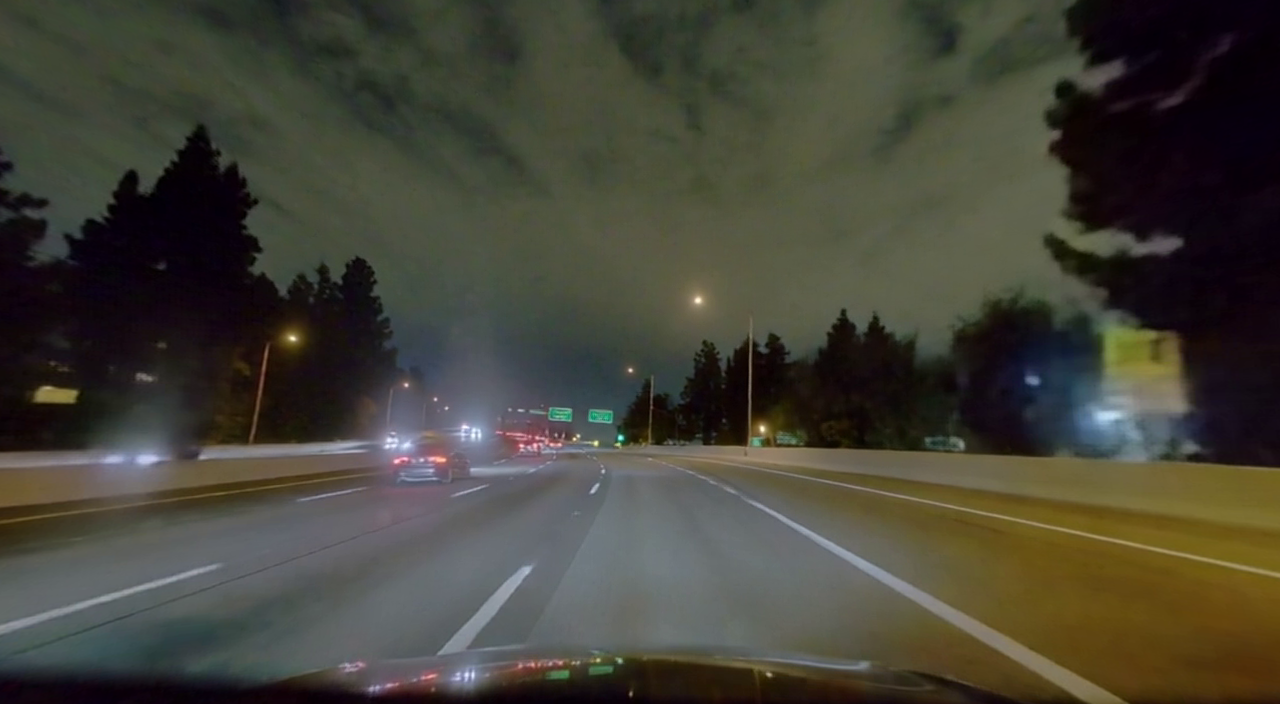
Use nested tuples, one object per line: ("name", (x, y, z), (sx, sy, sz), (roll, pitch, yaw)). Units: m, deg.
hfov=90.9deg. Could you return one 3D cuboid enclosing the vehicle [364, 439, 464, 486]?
("vehicle", (-7.933, 3.898, 22.606), (2.025, 1.494, 4.495), (0, -8, -2))
